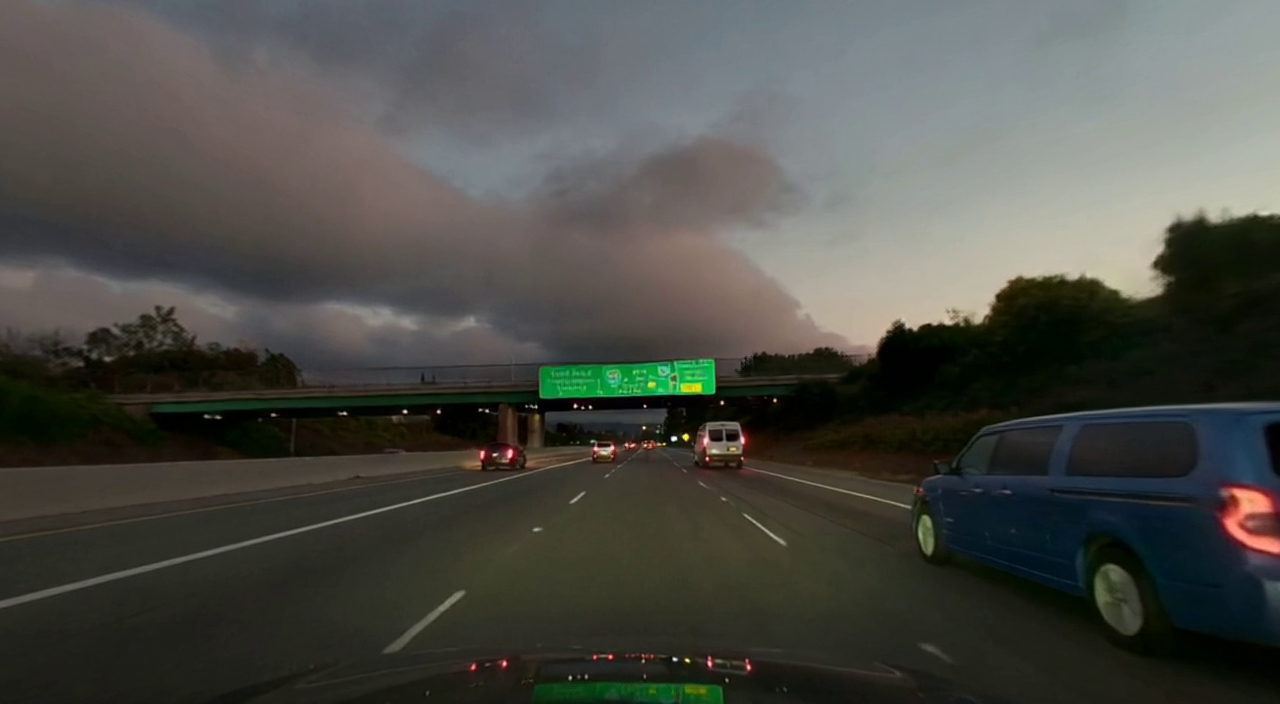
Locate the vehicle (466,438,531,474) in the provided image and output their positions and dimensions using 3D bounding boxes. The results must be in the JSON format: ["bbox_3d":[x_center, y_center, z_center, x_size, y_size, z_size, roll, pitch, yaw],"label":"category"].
[{"bbox_3d":[-7.060,5.239,31.989,2.068,1.632,4.623,-1,-8,2],"label":"vehicle"}]

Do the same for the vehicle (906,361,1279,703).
[{"bbox_3d":[4.026,1.159,4.730,2.100,1.690,4.536,0,-8,1],"label":"vehicle"}]

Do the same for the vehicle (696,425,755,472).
[{"bbox_3d":[4.378,5.092,33.320,2.347,2.234,5.352,0,-8,0],"label":"vehicle"}]
